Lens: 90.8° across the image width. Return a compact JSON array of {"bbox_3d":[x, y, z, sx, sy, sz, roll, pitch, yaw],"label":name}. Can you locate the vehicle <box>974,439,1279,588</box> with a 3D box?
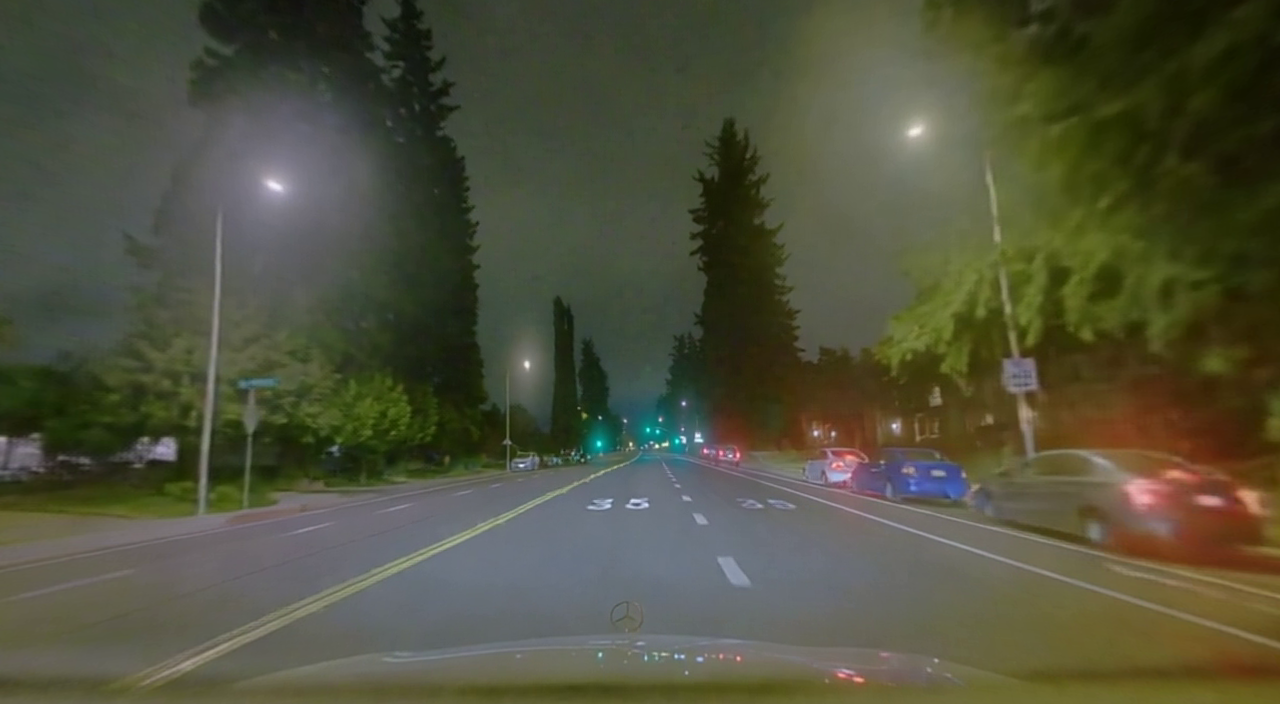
[{"bbox_3d":[6.893,1.991,8.789,1.940,1.481,4.650,0,-9,0],"label":"vehicle"}]

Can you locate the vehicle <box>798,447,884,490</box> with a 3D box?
[{"bbox_3d":[7.253,4.218,23.270,1.854,1.425,4.316,-1,-9,2],"label":"vehicle"}]

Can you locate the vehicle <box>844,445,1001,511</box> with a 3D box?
[{"bbox_3d":[7.051,3.168,16.423,2.001,1.454,4.494,0,-9,0],"label":"vehicle"}]
